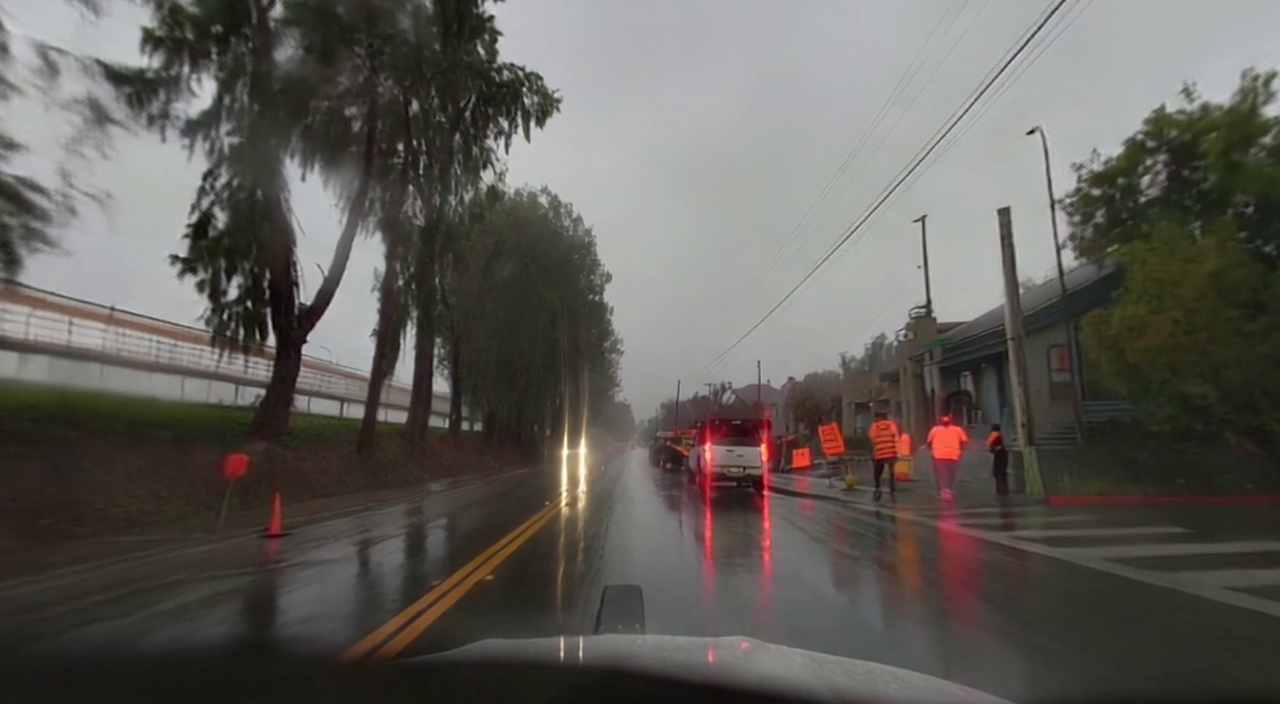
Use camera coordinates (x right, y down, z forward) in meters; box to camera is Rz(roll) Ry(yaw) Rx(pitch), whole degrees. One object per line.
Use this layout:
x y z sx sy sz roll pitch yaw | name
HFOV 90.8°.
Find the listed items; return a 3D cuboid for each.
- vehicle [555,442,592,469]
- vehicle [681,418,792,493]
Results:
-4.539 7.138 43.643 2.078 1.716 4.367 0 -9 0 | vehicle
2.940 3.408 21.127 2.759 2.114 6.152 0 -9 0 | vehicle
